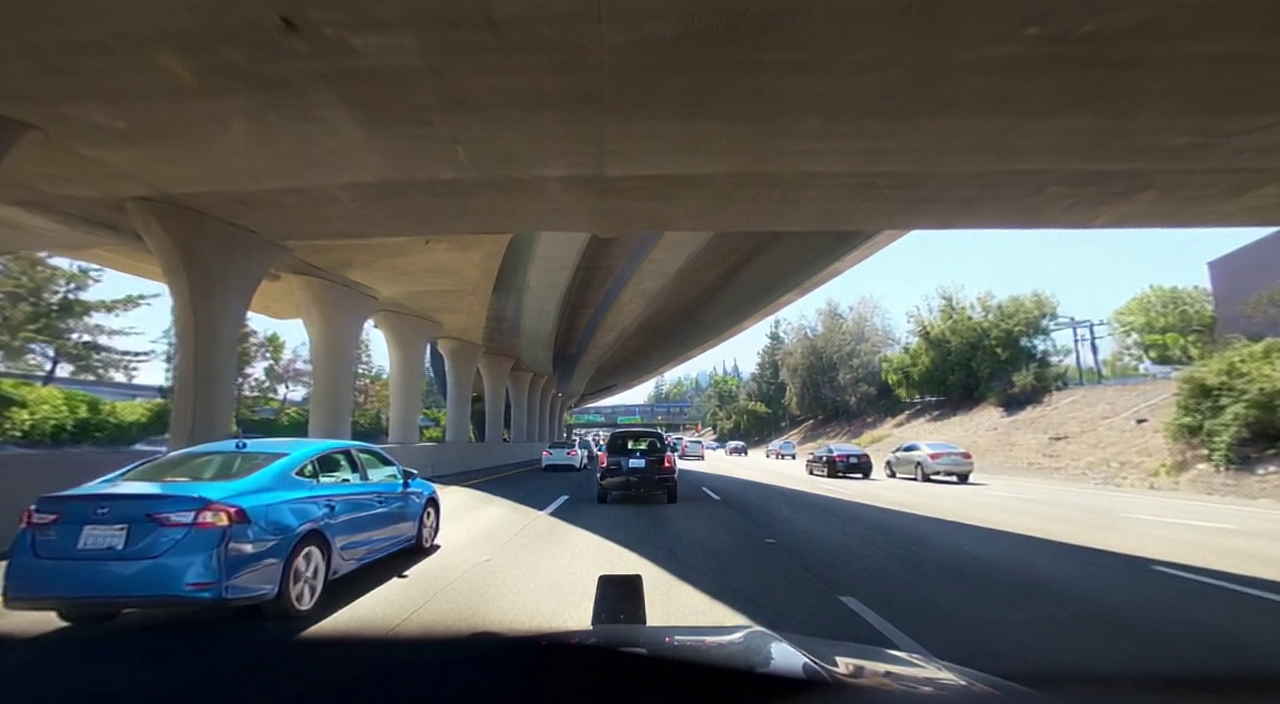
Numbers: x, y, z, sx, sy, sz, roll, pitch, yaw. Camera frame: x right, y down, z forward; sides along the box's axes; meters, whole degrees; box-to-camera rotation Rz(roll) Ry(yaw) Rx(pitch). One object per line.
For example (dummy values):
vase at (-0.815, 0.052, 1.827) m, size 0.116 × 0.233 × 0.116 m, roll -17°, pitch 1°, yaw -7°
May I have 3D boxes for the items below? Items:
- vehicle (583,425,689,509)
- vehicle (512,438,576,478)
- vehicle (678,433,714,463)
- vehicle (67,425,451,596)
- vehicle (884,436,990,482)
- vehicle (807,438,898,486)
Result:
vehicle at (-0.078, 2.678, 15.040) m, size 2.181 × 1.697 × 4.021 m, roll 0°, pitch -9°, yaw 0°
vehicle at (-3.931, 4.423, 26.439) m, size 1.947 × 1.516 × 4.295 m, roll 0°, pitch -9°, yaw 1°
vehicle at (3.761, 6.573, 43.062) m, size 2.069 × 1.876 × 4.447 m, roll 0°, pitch -9°, yaw 0°
vehicle at (-4.049, 1.738, 7.837) m, size 1.974 × 1.478 × 4.412 m, roll 0°, pitch -9°, yaw 0°
vehicle at (11.488, 4.158, 24.728) m, size 1.992 × 1.625 × 4.359 m, roll 0°, pitch -9°, yaw 0°
vehicle at (7.289, 3.799, 21.982) m, size 1.880 × 1.526 × 3.641 m, roll 0°, pitch -9°, yaw 0°
